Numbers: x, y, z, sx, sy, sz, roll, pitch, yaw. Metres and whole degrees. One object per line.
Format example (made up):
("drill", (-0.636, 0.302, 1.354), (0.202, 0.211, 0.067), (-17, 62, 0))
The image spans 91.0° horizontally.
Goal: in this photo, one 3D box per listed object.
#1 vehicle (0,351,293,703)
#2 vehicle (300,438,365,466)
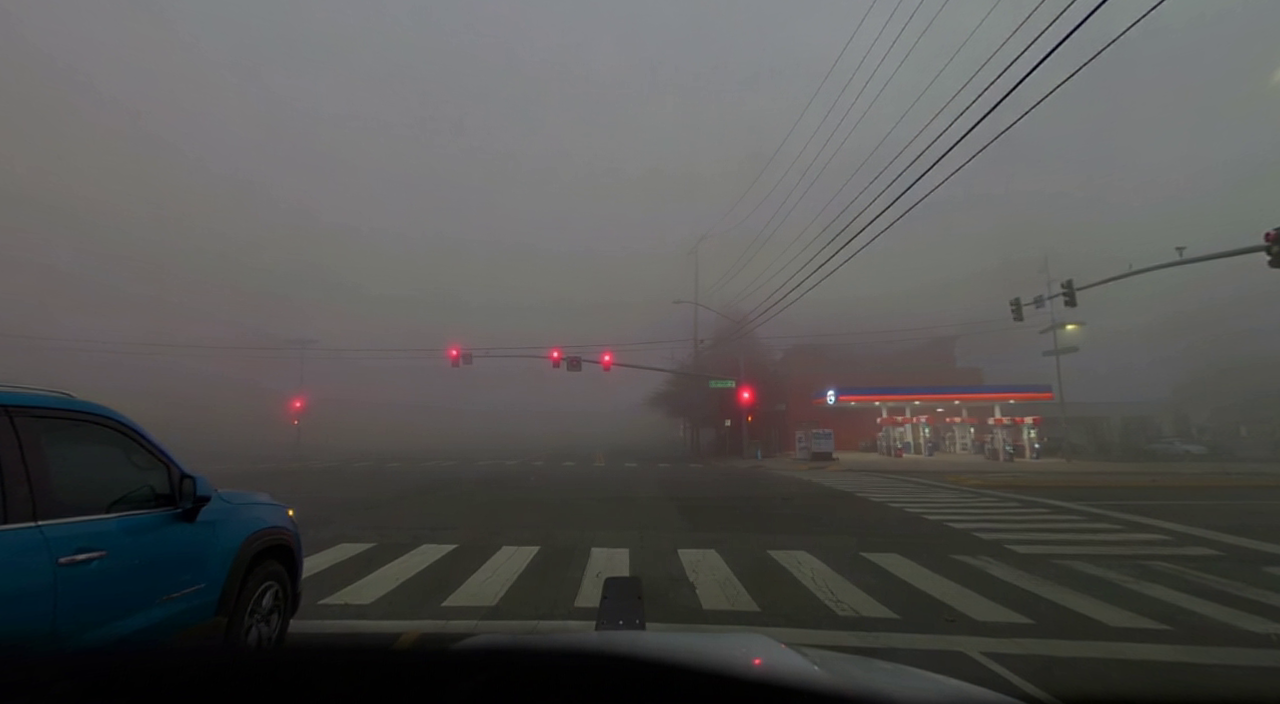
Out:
("vehicle", (-3.428, 0.803, 2.045), (2.053, 1.690, 4.364), (0, -9, 1))
("vehicle", (-20.456, 6.683, 42.164), (2.004, 1.699, 4.486), (0, -9, 1))
